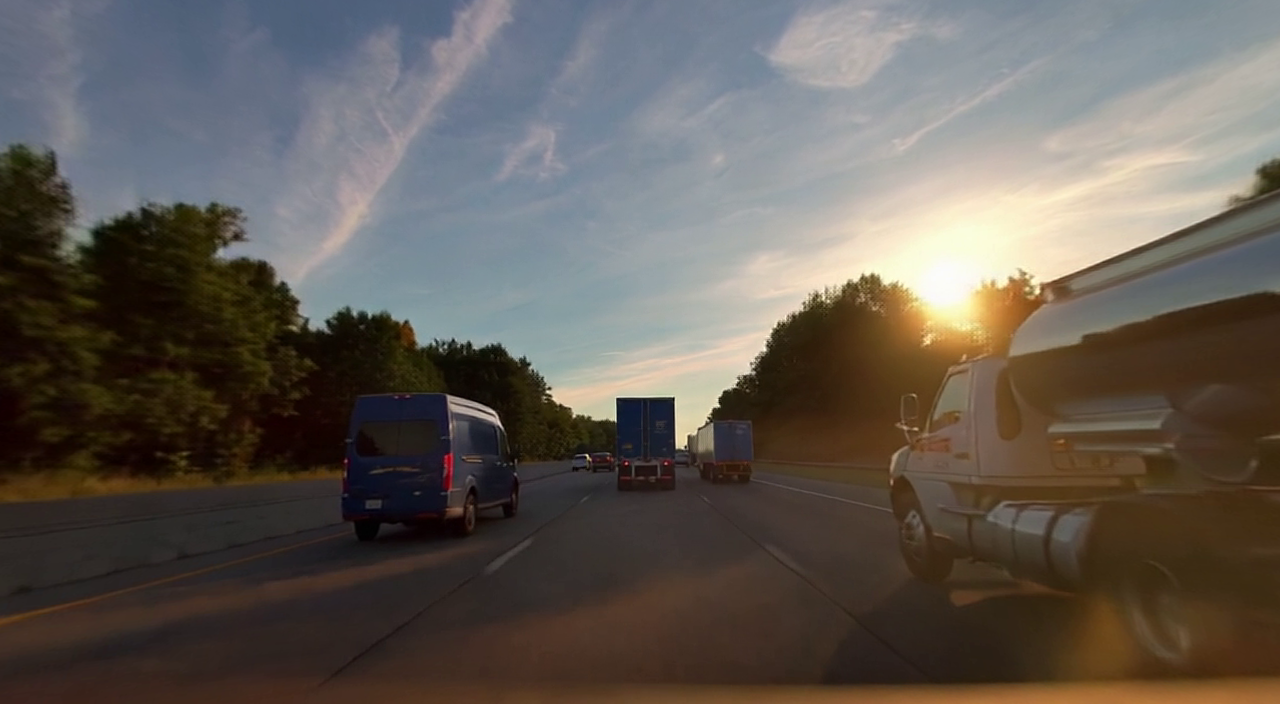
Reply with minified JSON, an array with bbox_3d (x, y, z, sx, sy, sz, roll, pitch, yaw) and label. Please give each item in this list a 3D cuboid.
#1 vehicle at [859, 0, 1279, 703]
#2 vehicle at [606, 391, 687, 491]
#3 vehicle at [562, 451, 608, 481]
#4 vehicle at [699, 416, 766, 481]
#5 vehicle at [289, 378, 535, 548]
[{"bbox_3d":[4.294,-0.439,1.655,3.139,4.152,11.915,0,-9,0],"label":"vehicle"},{"bbox_3d":[0.119,3.831,26.459,2.773,3.455,9.118,0,-10,-1],"label":"vehicle"},{"bbox_3d":[-3.229,6.774,37.797,2.134,1.652,4.439,-1,-9,3],"label":"vehicle"},{"bbox_3d":[5.567,6.171,40.115,2.706,3.500,11.483,0,-9,1],"label":"vehicle"},{"bbox_3d":[-4.009,2.191,12.843,2.525,2.572,6.260,0,-9,1],"label":"vehicle"}]
